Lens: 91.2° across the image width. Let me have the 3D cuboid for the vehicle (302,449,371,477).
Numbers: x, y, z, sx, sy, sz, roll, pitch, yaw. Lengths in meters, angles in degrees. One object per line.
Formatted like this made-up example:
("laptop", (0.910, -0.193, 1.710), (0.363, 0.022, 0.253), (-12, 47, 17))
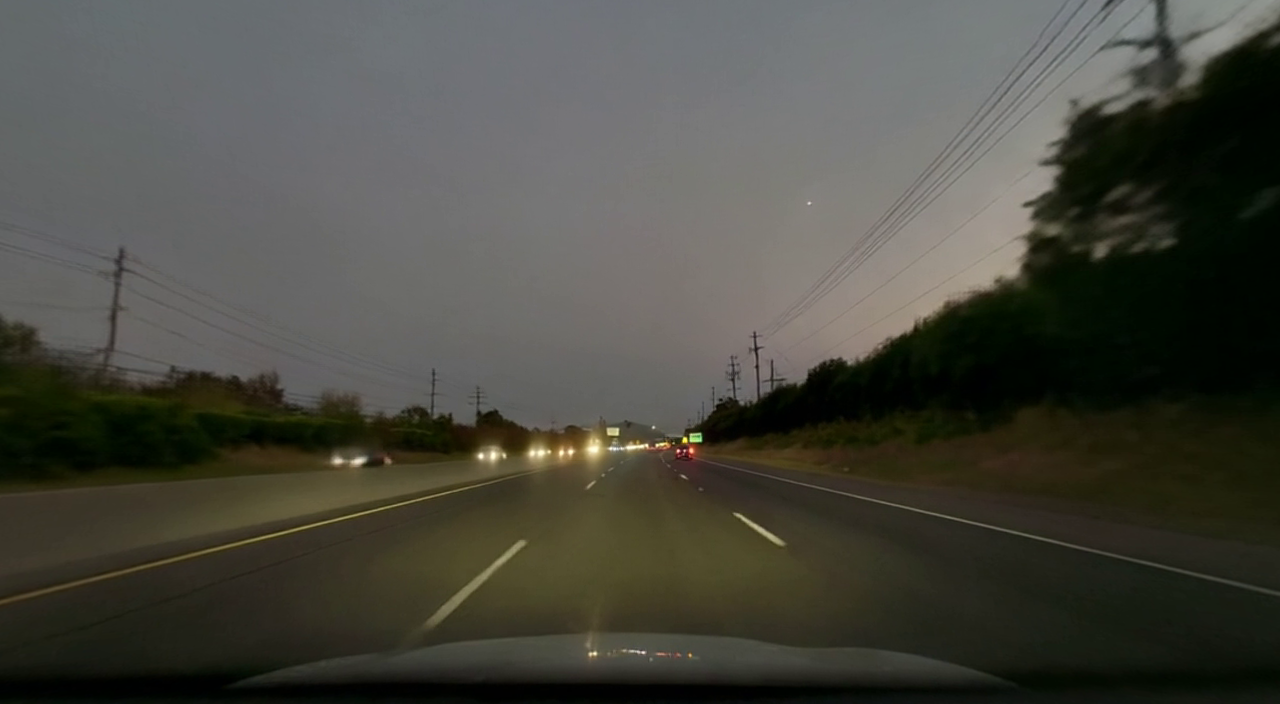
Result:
("vehicle", (-18.648, 6.818, 38.720), (2.056, 1.639, 4.295), (0, -9, 1))
